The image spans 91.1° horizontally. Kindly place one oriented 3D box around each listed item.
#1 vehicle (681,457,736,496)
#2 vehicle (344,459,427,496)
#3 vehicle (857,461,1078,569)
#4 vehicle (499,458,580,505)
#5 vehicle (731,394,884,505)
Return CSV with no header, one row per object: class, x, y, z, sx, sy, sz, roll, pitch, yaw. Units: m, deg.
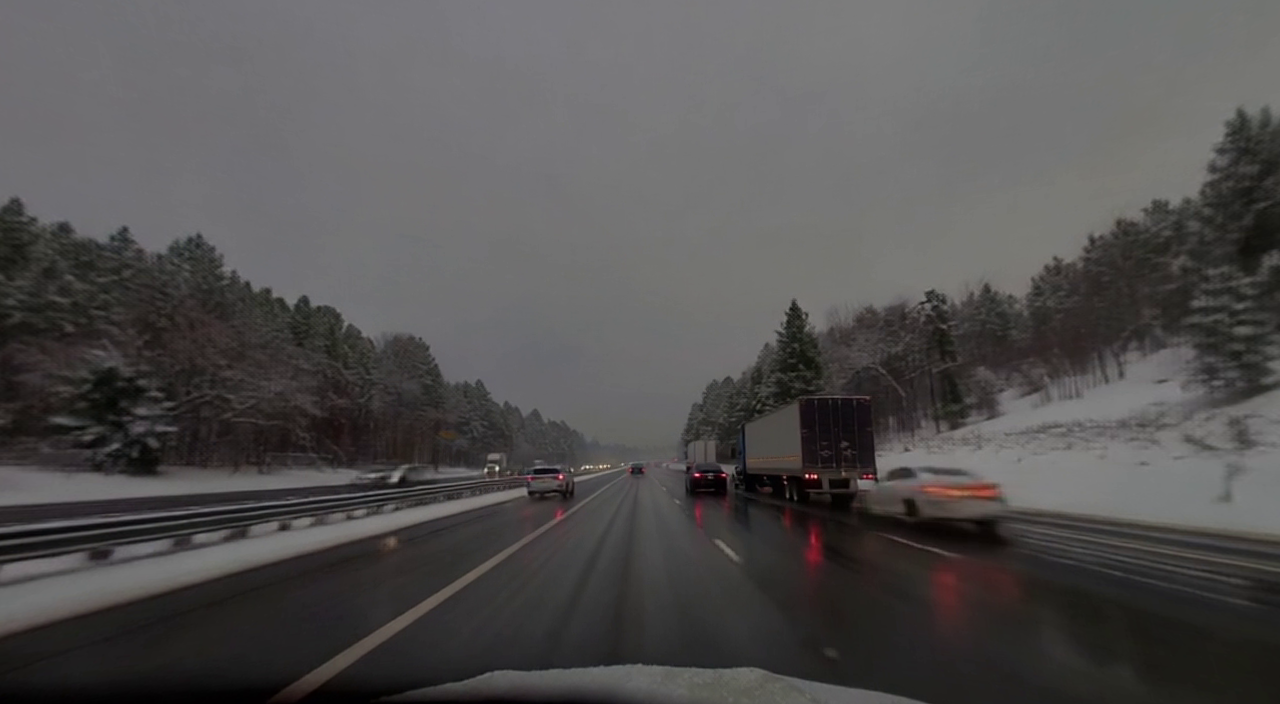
vehicle,3.220,6.011,30.477,2.050,1.708,4.457,1,-10,-1
vehicle,-11.319,5.623,28.319,1.891,1.454,4.435,1,-10,0
vehicle,5.262,2.642,10.749,1.672,1.475,3.733,1,-11,-2
vehicle,-3.526,4.662,22.911,2.065,1.485,4.682,1,-10,1
vehicle,7.484,5.176,32.160,2.861,4.086,17.499,1,-10,-1
